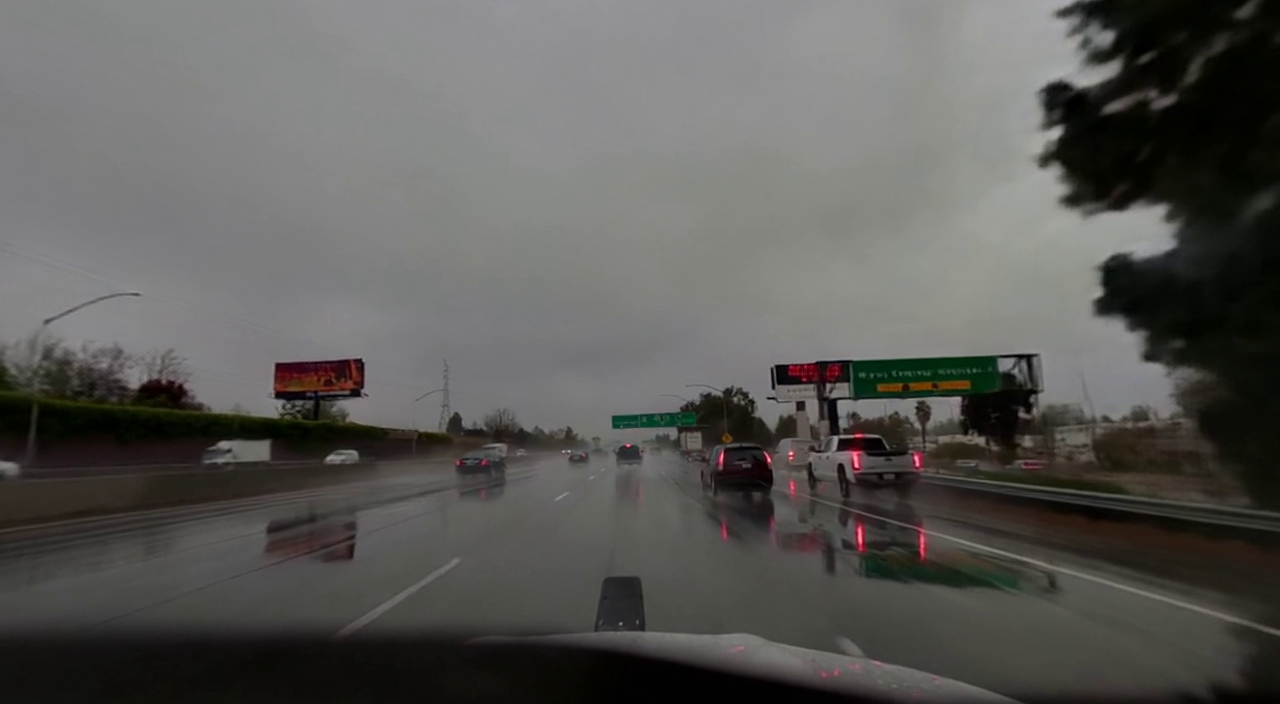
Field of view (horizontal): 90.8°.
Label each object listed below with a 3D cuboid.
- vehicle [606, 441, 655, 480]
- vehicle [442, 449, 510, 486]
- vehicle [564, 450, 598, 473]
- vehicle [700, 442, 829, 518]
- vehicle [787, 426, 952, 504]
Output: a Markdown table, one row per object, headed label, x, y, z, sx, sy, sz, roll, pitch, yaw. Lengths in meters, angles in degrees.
| label | x | y | z | sx | sy | sz | roll | pitch | yaw |
| --- | --- | --- | --- | --- | --- | --- | --- | --- | --- |
| vehicle | -0.465 | 5.445 | 32.091 | 2.323 | 1.805 | 4.729 | 0 | -9 | 0 |
| vehicle | -7.315 | 5.169 | 28.624 | 1.920 | 1.482 | 4.385 | 0 | -9 | 0 |
| vehicle | -4.039 | 7.532 | 43.749 | 1.935 | 1.487 | 4.076 | 0 | -9 | 0 |
| vehicle | 2.632 | 2.823 | 14.524 | 2.011 | 1.462 | 4.286 | 0 | -9 | -1 |
| vehicle | 6.391 | 3.261 | 18.700 | 2.635 | 1.919 | 5.907 | 0 | -9 | 0 |
